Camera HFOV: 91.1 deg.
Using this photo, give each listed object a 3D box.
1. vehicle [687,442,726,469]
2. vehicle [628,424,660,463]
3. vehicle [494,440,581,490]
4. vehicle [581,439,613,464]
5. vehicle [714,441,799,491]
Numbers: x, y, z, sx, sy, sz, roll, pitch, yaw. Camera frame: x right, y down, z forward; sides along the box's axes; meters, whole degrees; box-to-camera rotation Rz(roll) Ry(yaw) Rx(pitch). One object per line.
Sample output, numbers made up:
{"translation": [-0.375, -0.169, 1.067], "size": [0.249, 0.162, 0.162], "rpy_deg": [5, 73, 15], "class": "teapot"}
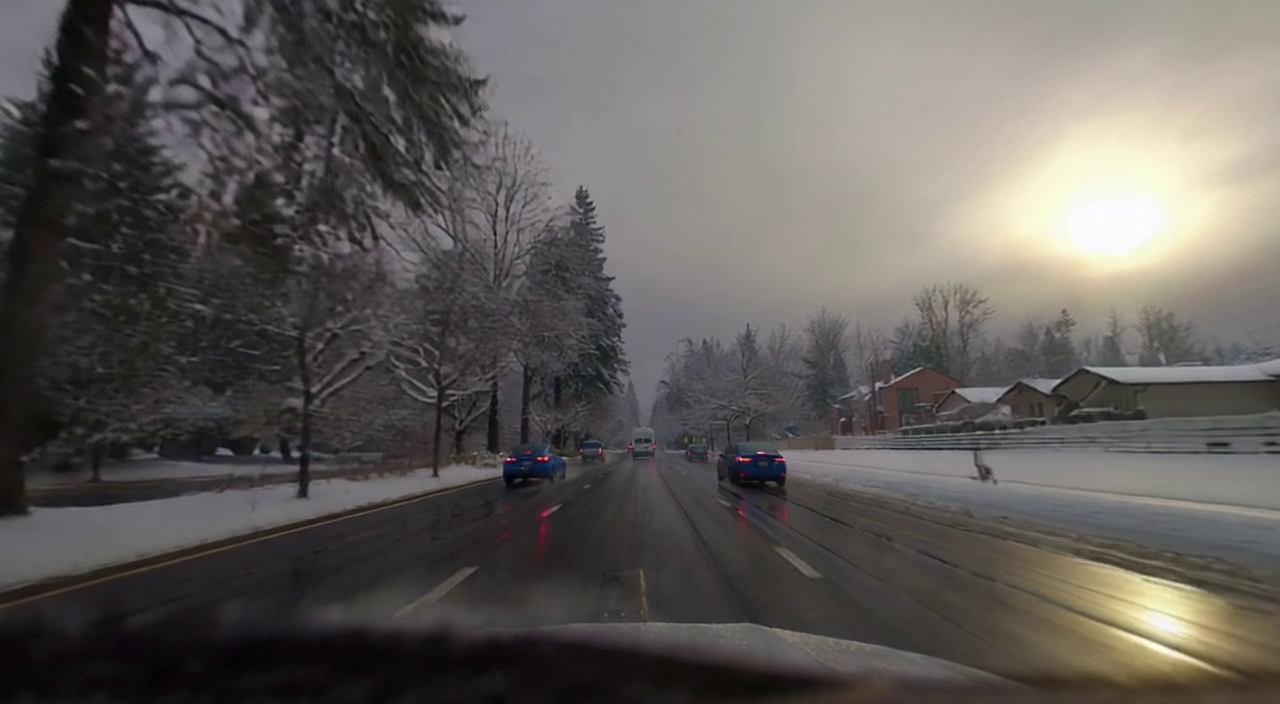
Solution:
{"translation": [4.089, 6.443, 39.288], "size": [1.905, 1.520, 4.340], "rpy_deg": [1, -8, -1], "class": "vehicle"}
{"translation": [0.324, 6.961, 47.724], "size": [2.311, 2.726, 5.814], "rpy_deg": [0, -8, 1], "class": "vehicle"}
{"translation": [-3.309, 3.730, 21.225], "size": [2.036, 1.474, 4.647], "rpy_deg": [0, -8, 2], "class": "vehicle"}
{"translation": [-3.202, 7.437, 47.143], "size": [2.021, 1.715, 4.329], "rpy_deg": [0, -8, 1], "class": "vehicle"}
{"translation": [3.653, 3.646, 20.513], "size": [1.945, 1.469, 4.258], "rpy_deg": [0, -8, 0], "class": "vehicle"}
